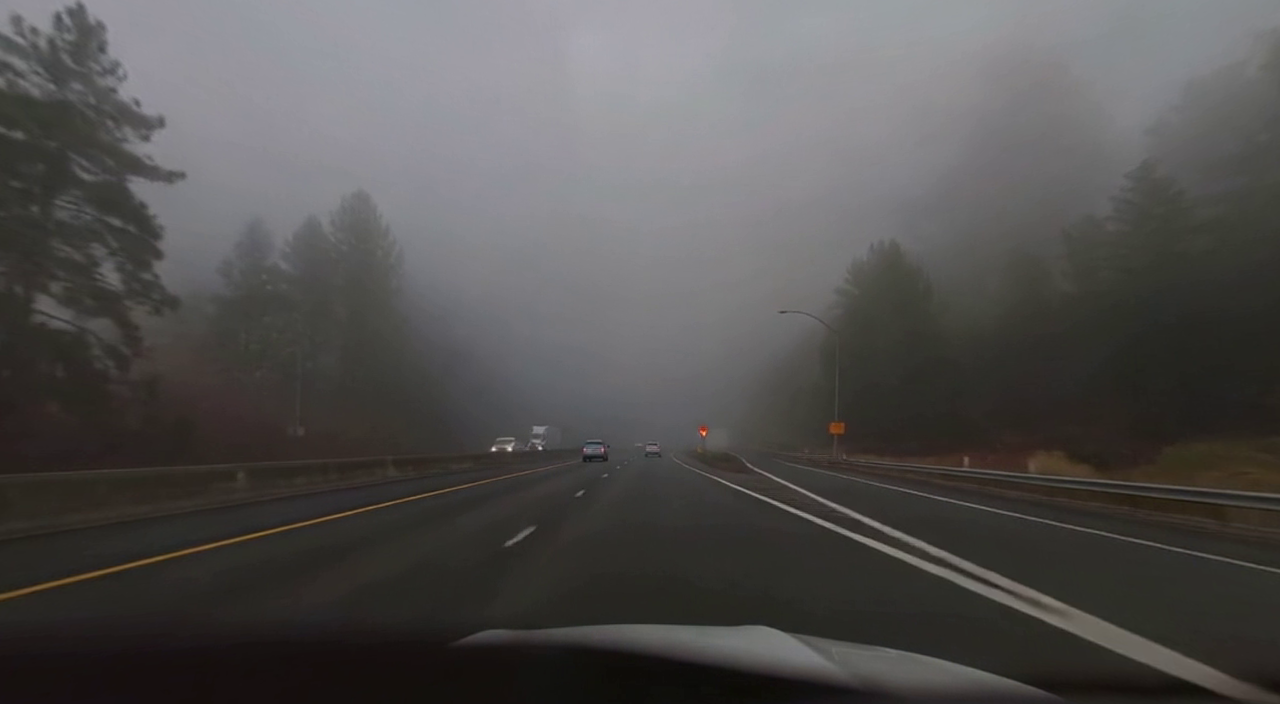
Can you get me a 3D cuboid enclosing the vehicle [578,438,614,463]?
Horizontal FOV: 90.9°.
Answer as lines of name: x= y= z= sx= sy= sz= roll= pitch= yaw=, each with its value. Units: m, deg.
vehicle: x=-3.157 y=7.178 z=46.018 sx=2.129 sy=1.742 sz=4.217 roll=-1 pitch=-8 yaw=3
